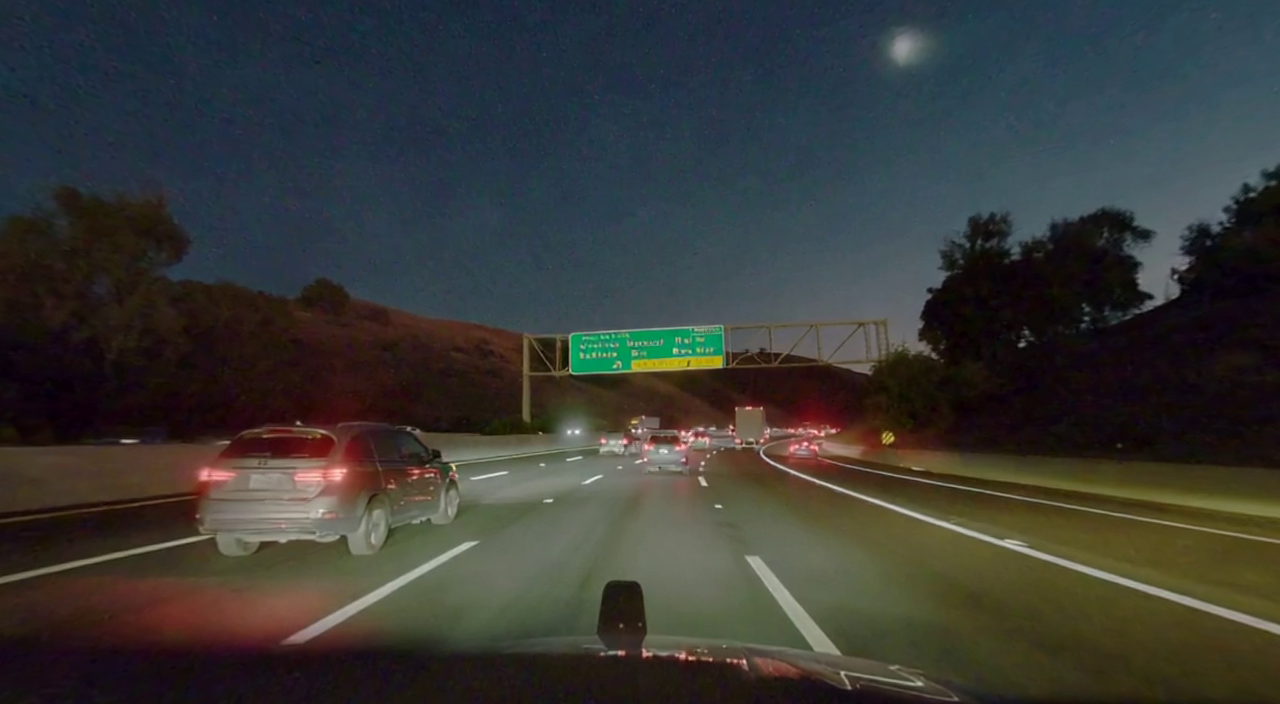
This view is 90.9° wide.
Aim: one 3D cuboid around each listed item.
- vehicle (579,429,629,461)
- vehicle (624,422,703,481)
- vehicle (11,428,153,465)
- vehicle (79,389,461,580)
[{"bbox_3d":[-1.974,5.341,36.146,2.194,1.702,4.305,-1,-8,6],"label":"vehicle"},{"bbox_3d":[0.861,3.458,22.107,2.484,1.820,4.497,-1,-8,3],"label":"vehicle"},{"bbox_3d":[-24.560,4.185,28.040,2.032,1.461,4.512,-1,-8,3],"label":"vehicle"},{"bbox_3d":[-3.992,1.517,7.982,2.077,1.712,4.406,0,-8,1],"label":"vehicle"}]
